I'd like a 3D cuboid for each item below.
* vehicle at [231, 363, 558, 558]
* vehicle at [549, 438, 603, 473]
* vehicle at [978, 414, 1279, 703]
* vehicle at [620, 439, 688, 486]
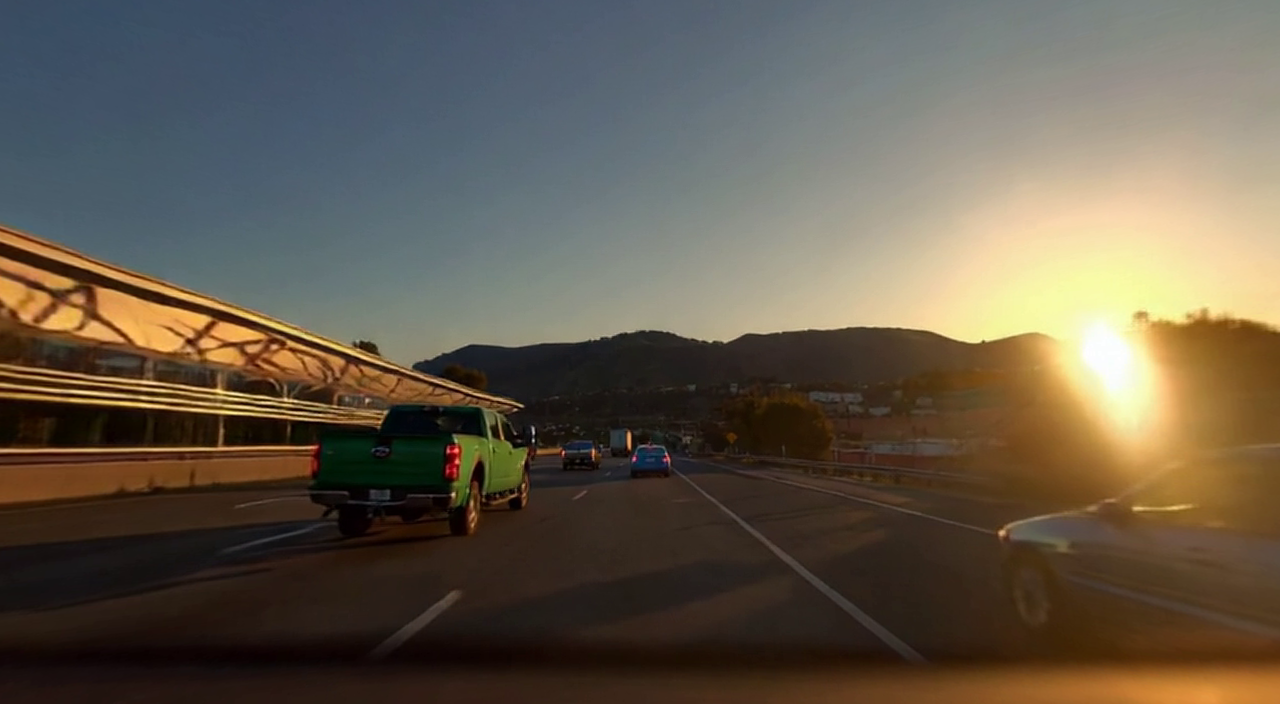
[{"bbox_3d":[-3.282,1.740,10.760,2.733,2.230,6.820,0,-8,1],"label":"vehicle"},{"bbox_3d":[-3.167,5.239,32.186,2.151,1.613,4.786,0,-8,1],"label":"vehicle"},{"bbox_3d":[3.644,1.009,2.462,2.023,1.510,4.773,0,-8,0],"label":"vehicle"},{"bbox_3d":[0.452,3.851,22.299,2.171,1.493,4.081,0,-8,0],"label":"vehicle"}]
